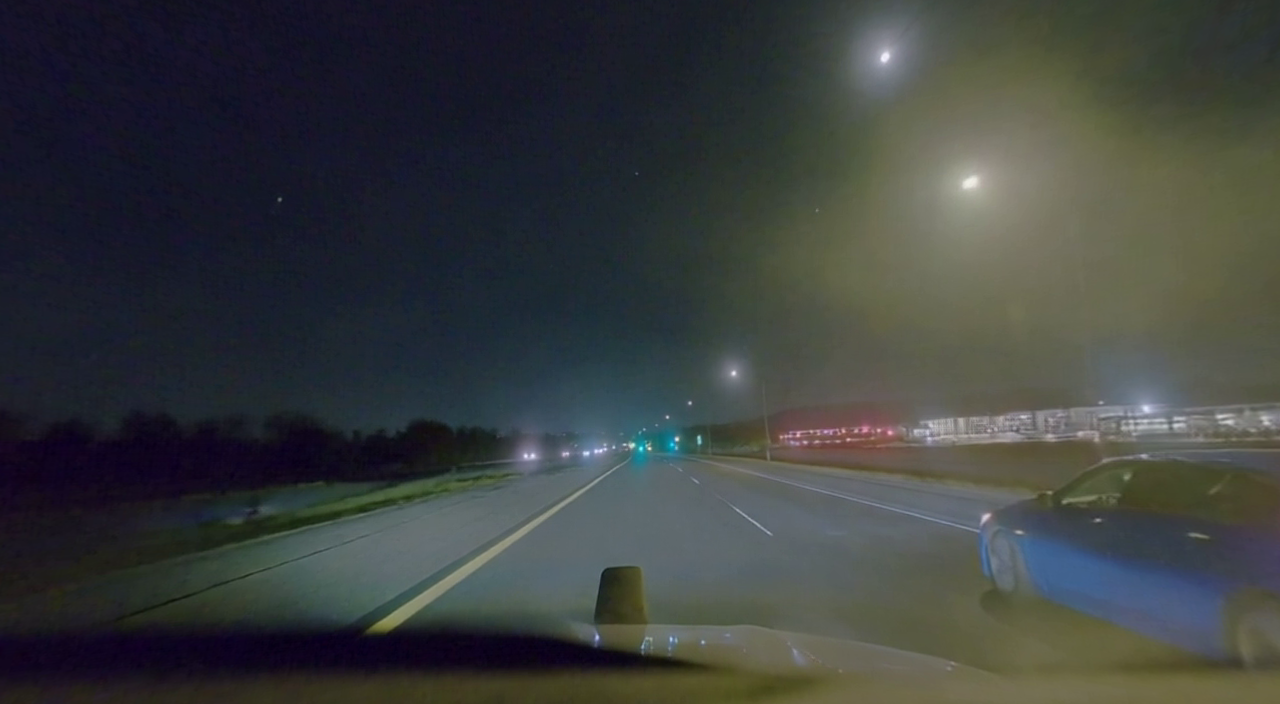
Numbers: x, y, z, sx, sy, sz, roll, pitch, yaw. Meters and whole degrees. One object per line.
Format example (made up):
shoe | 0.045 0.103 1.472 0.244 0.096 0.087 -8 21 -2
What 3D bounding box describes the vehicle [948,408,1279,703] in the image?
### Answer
vehicle | 4.172 1.149 3.949 2.053 1.490 4.799 0 -8 0
